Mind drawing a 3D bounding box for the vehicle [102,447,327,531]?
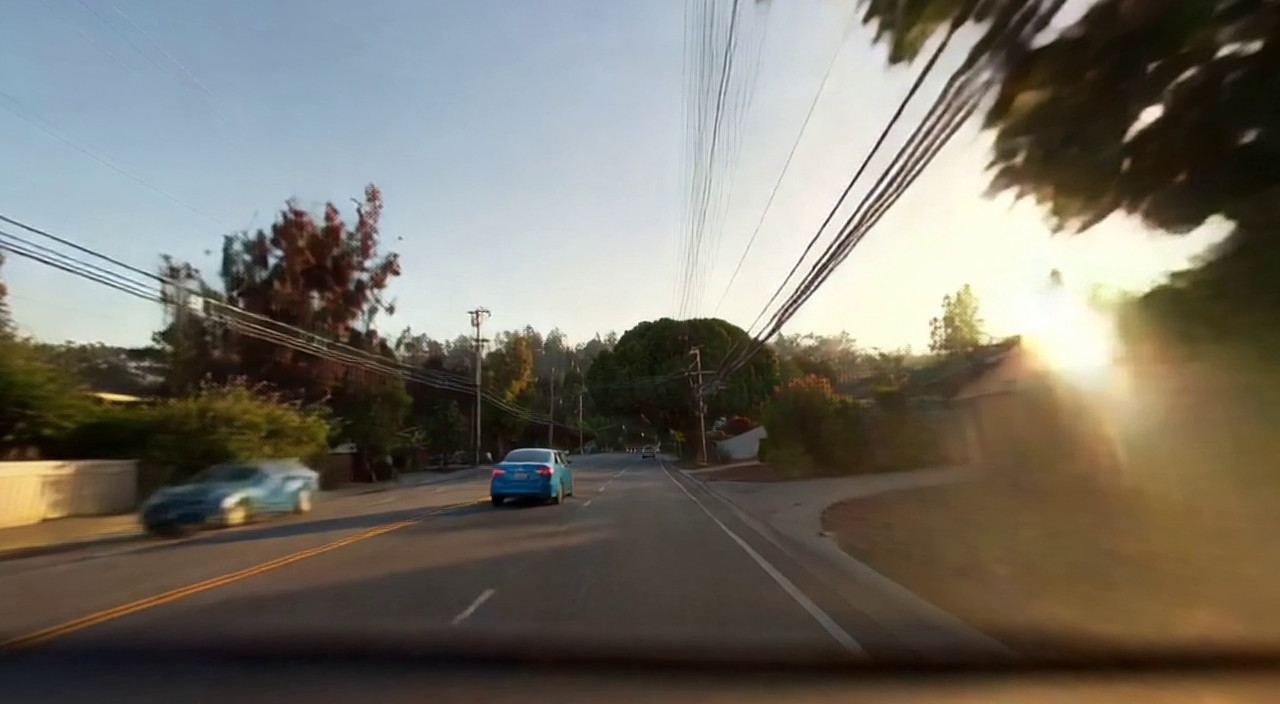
[{"bbox_3d":[-9.368,3.000,14.434,2.190,1.602,4.096,0,-9,1],"label":"vehicle"}]

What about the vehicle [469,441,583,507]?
[{"bbox_3d":[-2.911,3.269,17.395,2.085,1.512,5.023,0,-9,2],"label":"vehicle"}]
